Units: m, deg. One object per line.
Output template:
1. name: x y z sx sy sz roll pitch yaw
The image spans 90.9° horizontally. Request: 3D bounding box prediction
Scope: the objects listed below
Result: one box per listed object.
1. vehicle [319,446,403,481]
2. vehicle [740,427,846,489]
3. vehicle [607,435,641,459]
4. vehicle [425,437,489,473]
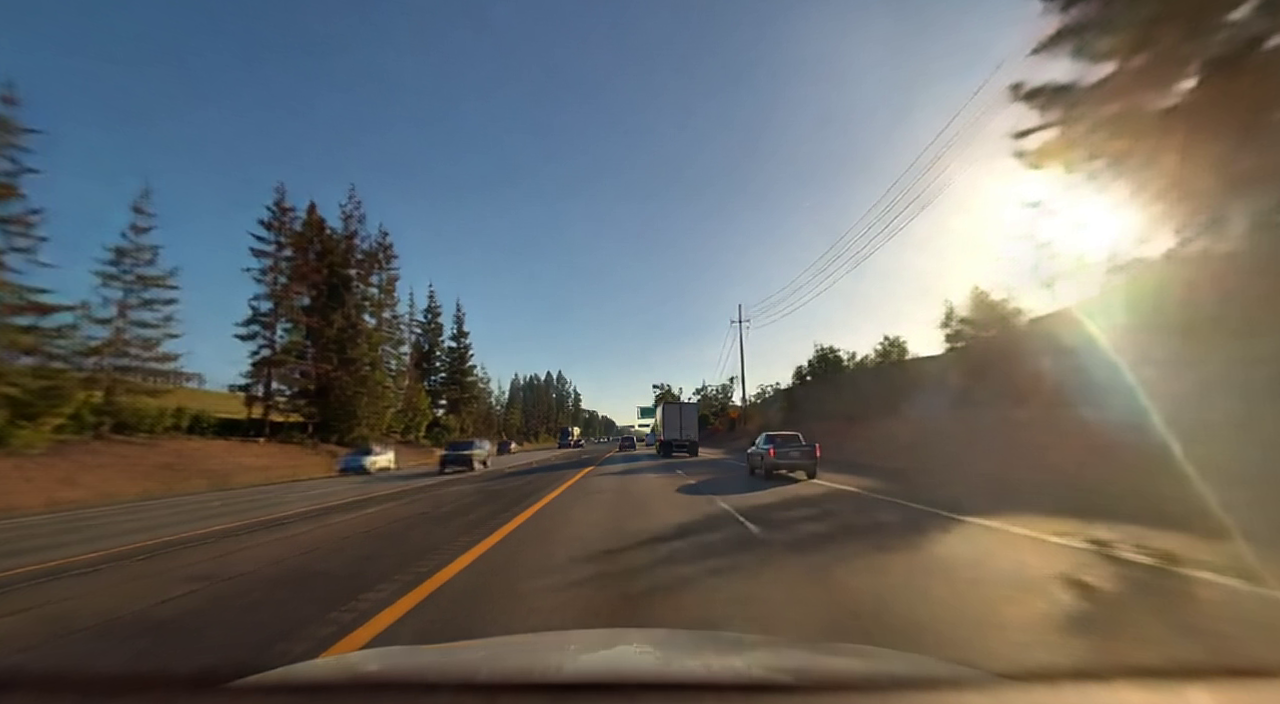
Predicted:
1. vehicle: -13.279 5.313 30.335 1.845 1.447 4.906 0 -8 0
2. vehicle: 4.224 2.959 18.028 1.930 1.573 3.853 0 -8 -2
3. vehicle: -1.037 6.295 41.900 2.163 1.466 3.693 0 -8 -1
4. vehicle: -9.149 5.159 31.938 1.941 1.635 4.547 0 -8 -1
